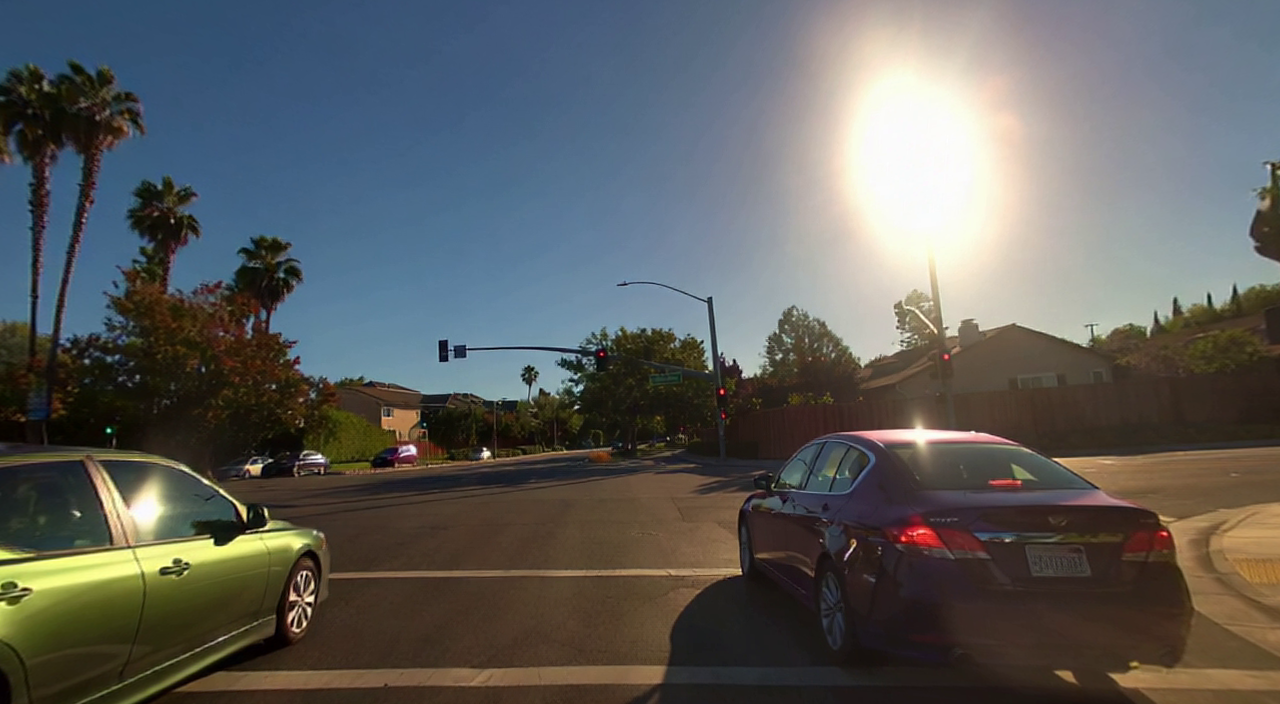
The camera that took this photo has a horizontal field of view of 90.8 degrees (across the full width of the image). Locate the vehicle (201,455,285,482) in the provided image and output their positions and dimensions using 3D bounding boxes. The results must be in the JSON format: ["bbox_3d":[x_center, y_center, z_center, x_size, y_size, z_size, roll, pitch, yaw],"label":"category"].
[{"bbox_3d":[-24.114,7.065,38.600,2.019,1.427,4.630,-1,-9,2],"label":"vehicle"}]

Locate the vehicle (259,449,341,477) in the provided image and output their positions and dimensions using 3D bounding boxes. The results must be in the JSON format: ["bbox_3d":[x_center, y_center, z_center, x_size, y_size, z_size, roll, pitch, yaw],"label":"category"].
[{"bbox_3d":[-20.035,6.522,37.515,2.084,1.528,4.778,0,-9,1],"label":"vehicle"}]
